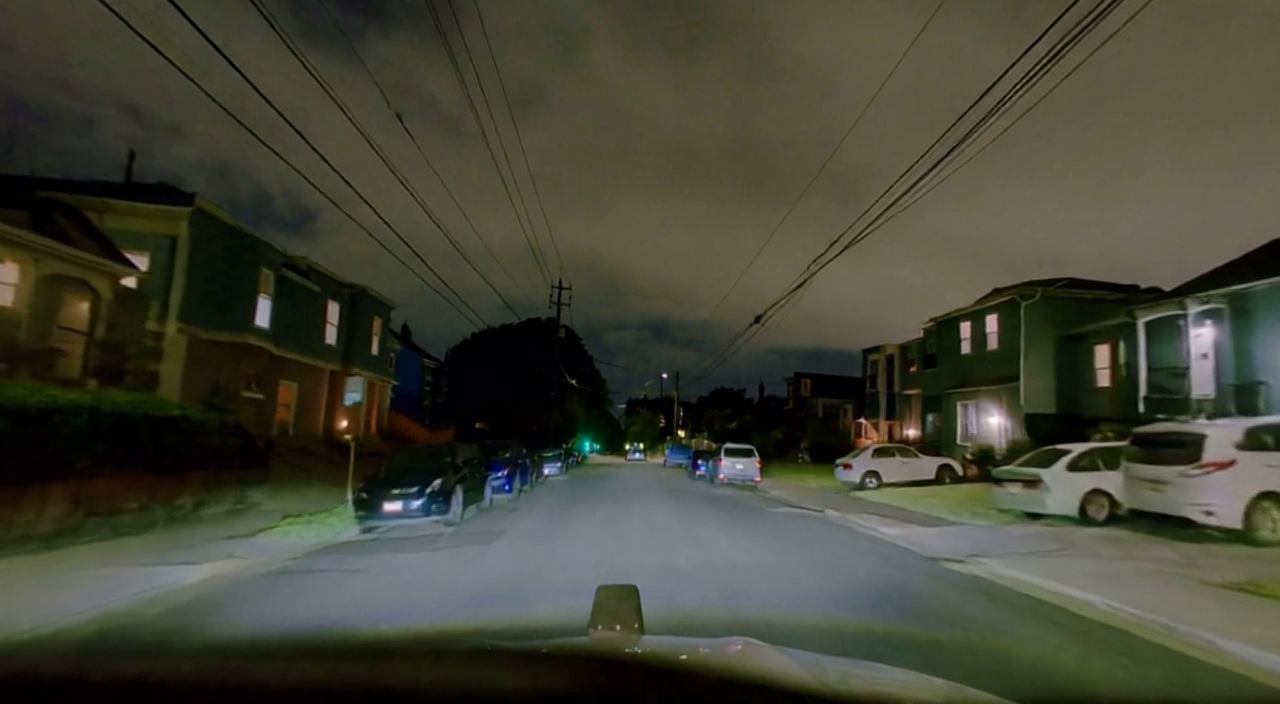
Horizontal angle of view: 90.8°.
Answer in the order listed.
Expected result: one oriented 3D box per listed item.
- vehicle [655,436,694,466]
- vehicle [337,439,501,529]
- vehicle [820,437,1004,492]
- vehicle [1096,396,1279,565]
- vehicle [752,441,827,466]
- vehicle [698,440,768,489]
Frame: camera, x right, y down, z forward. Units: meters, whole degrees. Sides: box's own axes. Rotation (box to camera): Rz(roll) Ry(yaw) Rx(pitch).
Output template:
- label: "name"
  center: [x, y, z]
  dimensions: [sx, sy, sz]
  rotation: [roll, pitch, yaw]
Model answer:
- label: "vehicle"
  center: [2.568, 7.526, 48.246]
  dimensions: [2.564, 2.155, 6.053]
  rotation: [0, -8, -1]
- label: "vehicle"
  center: [-4.175, 2.528, 12.739]
  dimensions: [1.745, 1.490, 4.304]
  rotation: [0, -8, 0]
- label: "vehicle"
  center: [7.782, 3.242, 18.441]
  dimensions: [4.480, 1.497, 1.884]
  rotation: [0, -8, 1]
- label: "vehicle"
  center: [8.827, 1.564, 8.092]
  dimensions: [4.512, 1.841, 1.912]
  rotation: [1, -9, -4]
- label: "vehicle"
  center: [9.358, 6.383, 39.688]
  dimensions: [4.148, 1.516, 1.976]
  rotation: [0, -8, -2]
- label: "vehicle"
  center: [3.250, 4.014, 22.799]
  dimensions: [1.916, 1.587, 3.986]
  rotation: [0, -8, 0]
